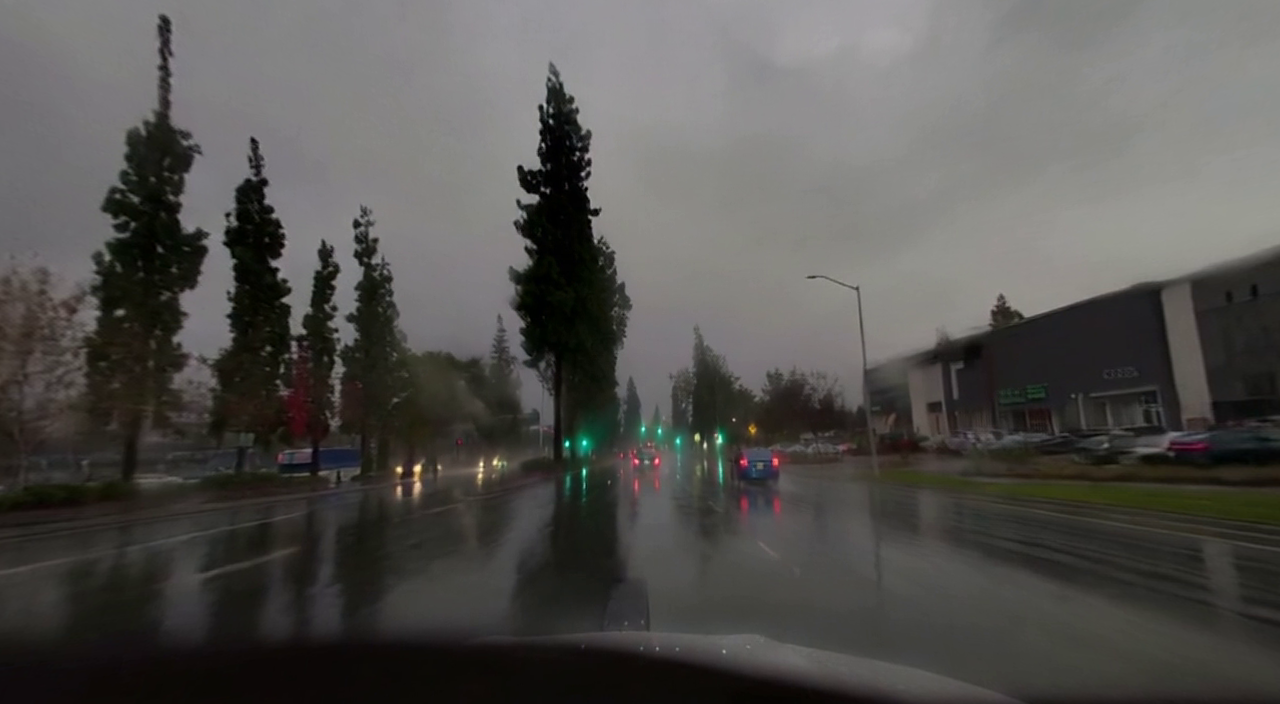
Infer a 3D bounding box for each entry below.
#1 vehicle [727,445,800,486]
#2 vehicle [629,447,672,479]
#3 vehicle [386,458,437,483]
[{"bbox_3d":[4.831,4.503,25.295,2.067,1.497,4.327,-1,-9,1],"label":"vehicle"},{"bbox_3d":[0.518,5.784,33.038,2.144,1.505,4.128,0,-9,0],"label":"vehicle"},{"bbox_3d":[-17.333,8.997,48.033,1.984,1.698,4.885,-1,-9,1],"label":"vehicle"}]
